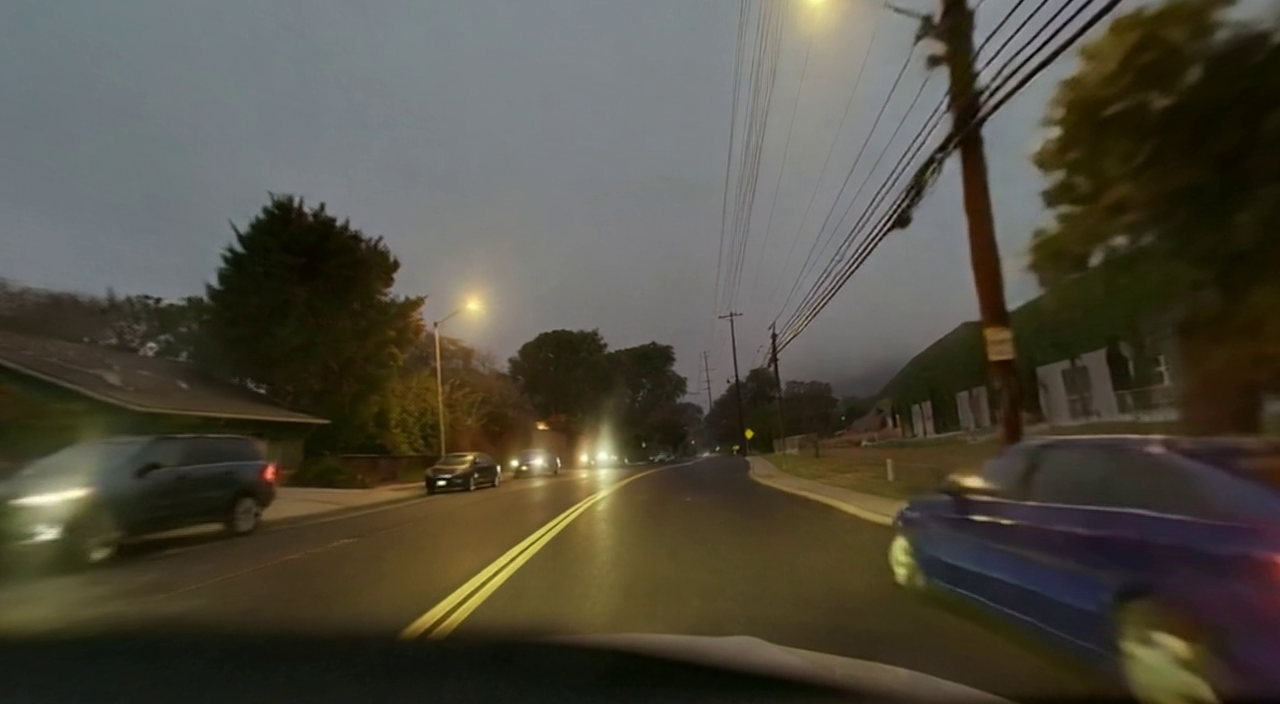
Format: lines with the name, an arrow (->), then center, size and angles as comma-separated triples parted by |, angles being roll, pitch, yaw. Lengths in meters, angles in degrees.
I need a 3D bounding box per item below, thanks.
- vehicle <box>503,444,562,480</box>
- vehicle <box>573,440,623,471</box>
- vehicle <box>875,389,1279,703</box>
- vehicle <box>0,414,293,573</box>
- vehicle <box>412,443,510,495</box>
vehicle -> -5.477, 5.713, 32.497 | 1.927, 1.542, 3.886 | -5, -13, 6
vehicle -> -2.967, 7.572, 45.919 | 2.295, 1.989, 5.055 | -4, -11, 11
vehicle -> 3.346, 1.143, 3.933 | 2.054, 1.470, 4.504 | 0, -9, 0
vehicle -> -7.329, 1.951, 9.139 | 2.025, 1.715, 4.363 | -1, -10, 1
vehicle -> -6.396, 4.332, 23.208 | 1.840, 1.523, 4.333 | 4, -11, 6
